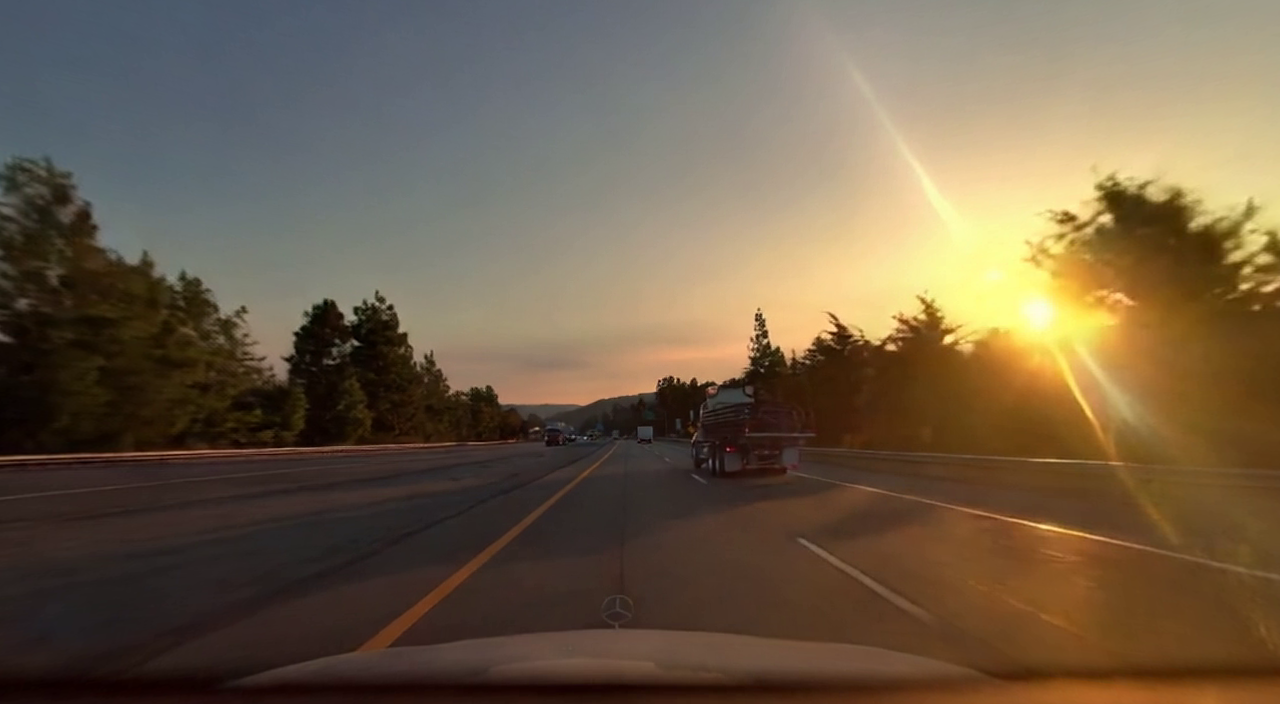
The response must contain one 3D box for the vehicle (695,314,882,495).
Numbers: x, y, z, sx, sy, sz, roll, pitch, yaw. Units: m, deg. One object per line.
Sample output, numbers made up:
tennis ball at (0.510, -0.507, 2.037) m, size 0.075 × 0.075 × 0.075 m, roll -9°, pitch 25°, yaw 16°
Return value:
vehicle at (3.705, 1.854, 19.283) m, size 2.911 × 3.994 × 10.840 m, roll 0°, pitch -8°, yaw -1°
